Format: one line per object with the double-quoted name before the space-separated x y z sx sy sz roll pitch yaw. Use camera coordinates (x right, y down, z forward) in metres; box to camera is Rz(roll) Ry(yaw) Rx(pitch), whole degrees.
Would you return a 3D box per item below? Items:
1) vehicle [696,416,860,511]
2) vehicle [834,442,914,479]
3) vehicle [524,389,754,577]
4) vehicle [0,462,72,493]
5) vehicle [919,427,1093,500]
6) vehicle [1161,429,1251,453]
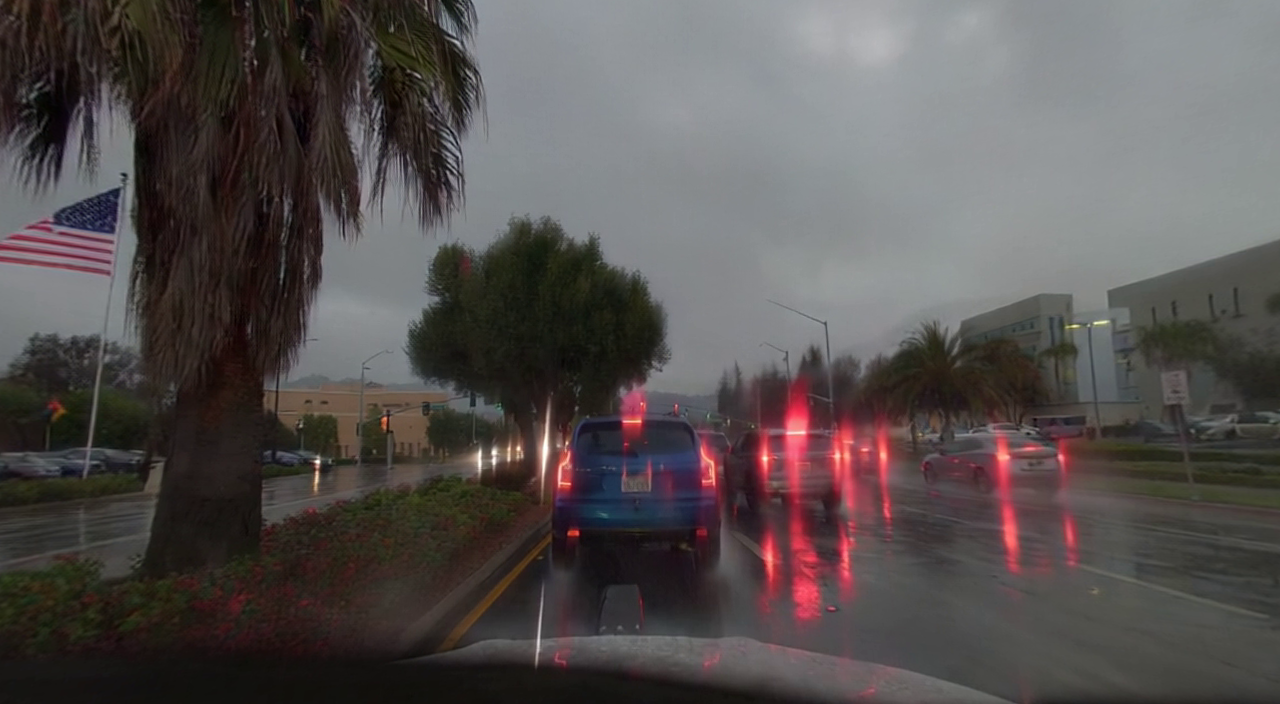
"vehicle" 3.245 2.858 16.754 2.773 2.021 6.212 0 -9 -2
"vehicle" 10.162 4.736 27.794 1.855 1.495 4.143 0 -9 -1
"vehicle" -0.117 1.704 8.965 2.402 1.938 4.535 0 -9 -3
"vehicle" -45.644 9.091 45.752 6.410 2.078 2.584 0 -9 0
"vehicle" 10.076 3.111 17.952 2.155 1.779 4.582 0 -9 0
"vehicle" 36.421 5.763 40.835 1.839 1.455 4.395 0 -9 2
